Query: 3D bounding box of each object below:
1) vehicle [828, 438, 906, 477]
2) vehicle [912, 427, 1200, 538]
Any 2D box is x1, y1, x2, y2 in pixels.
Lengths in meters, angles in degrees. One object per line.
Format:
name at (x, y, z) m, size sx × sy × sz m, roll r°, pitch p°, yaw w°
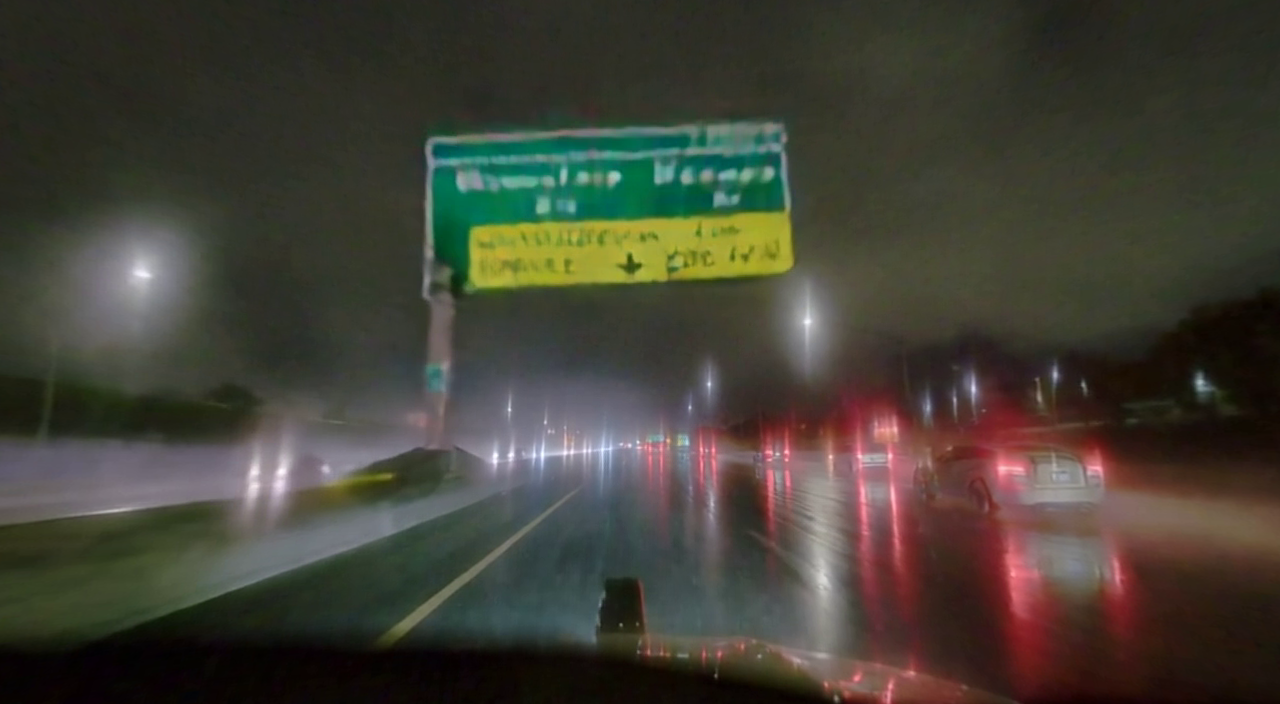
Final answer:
vehicle at (10.853, 5.056, 30.561) m, size 2.068 × 1.680 × 4.361 m, roll -1°, pitch -8°, yaw 0°
vehicle at (6.995, 2.221, 11.440) m, size 1.901 × 1.548 × 4.684 m, roll 0°, pitch -8°, yaw -2°
